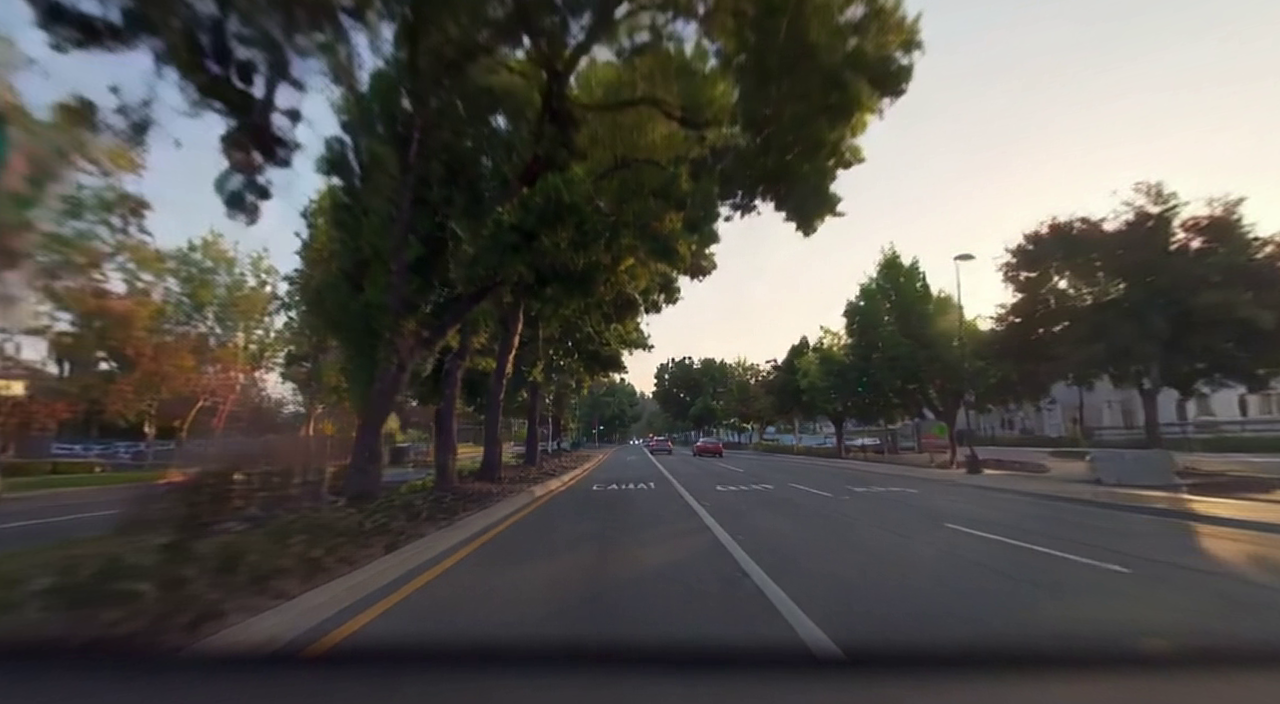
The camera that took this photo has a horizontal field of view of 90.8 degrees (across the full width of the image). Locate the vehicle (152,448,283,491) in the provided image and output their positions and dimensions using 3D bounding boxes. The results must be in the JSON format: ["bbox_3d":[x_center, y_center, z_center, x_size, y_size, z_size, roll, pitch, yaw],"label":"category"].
[{"bbox_3d":[-16.206,4.493,24.571,1.961,1.480,4.520,0,-8,0],"label":"vehicle"}]
